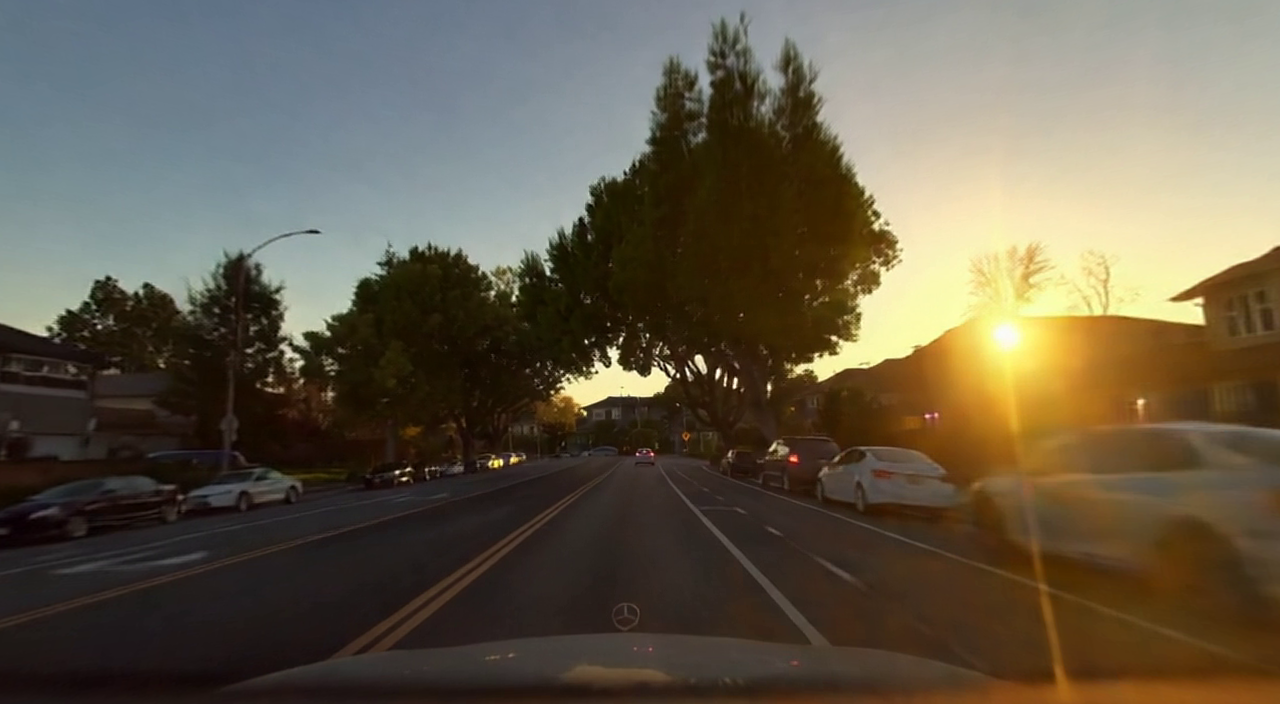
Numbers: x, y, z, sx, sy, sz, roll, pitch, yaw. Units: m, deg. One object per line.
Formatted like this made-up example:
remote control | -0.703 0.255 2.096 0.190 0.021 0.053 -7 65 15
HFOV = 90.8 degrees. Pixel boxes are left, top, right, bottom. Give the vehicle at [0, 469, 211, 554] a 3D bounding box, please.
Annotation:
vehicle | -12.615 3.553 14.672 1.969 1.490 4.675 0 -9 1

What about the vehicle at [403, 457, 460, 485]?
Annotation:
vehicle | -12.299 7.034 37.639 1.916 1.463 4.564 0 -9 -1

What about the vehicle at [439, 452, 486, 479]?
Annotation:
vehicle | -12.163 7.794 43.602 1.905 1.503 5.015 -4 -8 -1

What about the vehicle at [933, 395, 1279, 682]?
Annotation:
vehicle | 5.038 1.413 5.721 2.217 1.775 4.960 0 -8 -2

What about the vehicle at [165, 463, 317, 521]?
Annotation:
vehicle | -12.359 4.342 20.029 1.853 1.497 4.527 0 -9 0

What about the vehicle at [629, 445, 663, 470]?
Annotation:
vehicle | 0.328 6.614 39.810 2.022 1.471 3.973 0 -9 -1

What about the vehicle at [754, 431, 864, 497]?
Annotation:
vehicle | 5.130 3.486 20.008 2.078 1.813 4.827 0 -9 -1

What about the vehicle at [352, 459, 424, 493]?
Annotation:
vehicle | -12.520 6.146 31.702 1.877 1.505 4.125 0 -9 0

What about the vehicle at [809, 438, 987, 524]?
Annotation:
vehicle | 5.096 2.602 13.280 1.839 1.478 4.459 0 -9 0
